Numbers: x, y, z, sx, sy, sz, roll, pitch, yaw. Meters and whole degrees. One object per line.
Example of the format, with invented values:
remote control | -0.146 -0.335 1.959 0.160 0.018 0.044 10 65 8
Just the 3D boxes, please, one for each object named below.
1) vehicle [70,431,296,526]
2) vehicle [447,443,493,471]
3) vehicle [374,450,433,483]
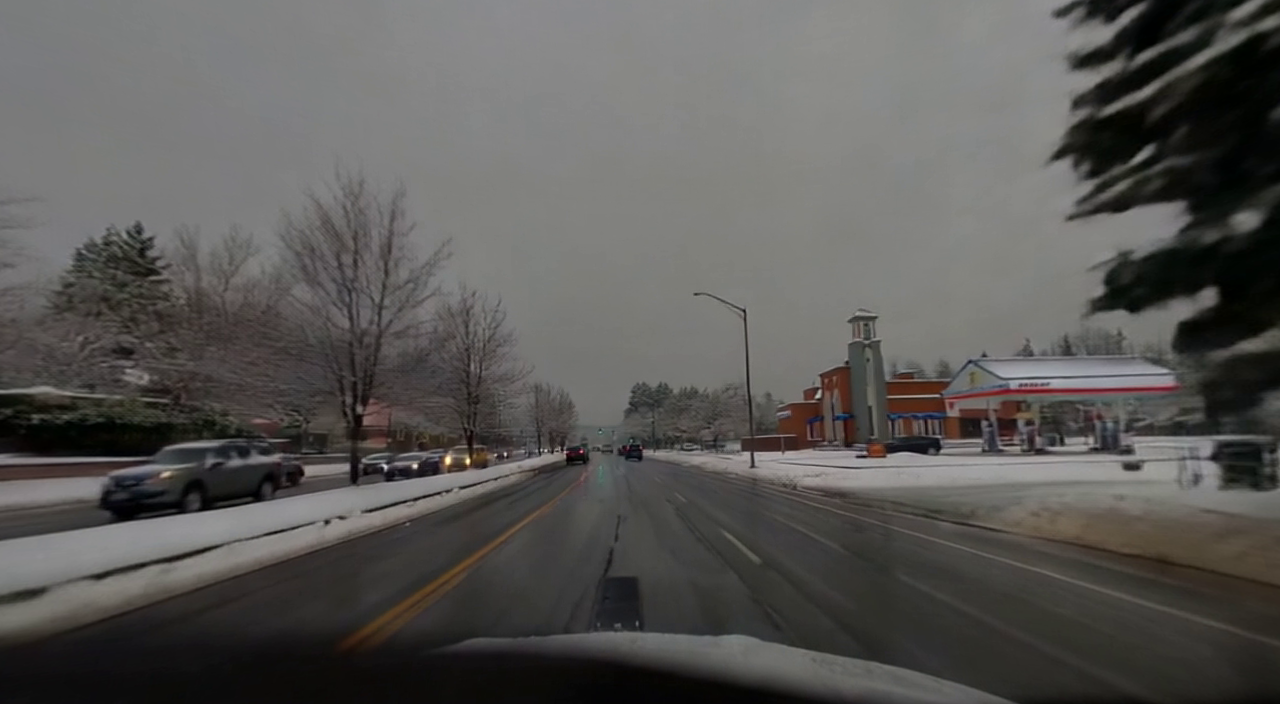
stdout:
vehicle | -11.246 3.111 16.195 2.206 1.922 4.968 -3 -8 -2
vehicle | -12.581 7.777 47.095 2.229 1.957 5.057 0 -9 -3
vehicle | -11.756 5.674 31.624 1.771 1.508 3.453 0 -9 -3
